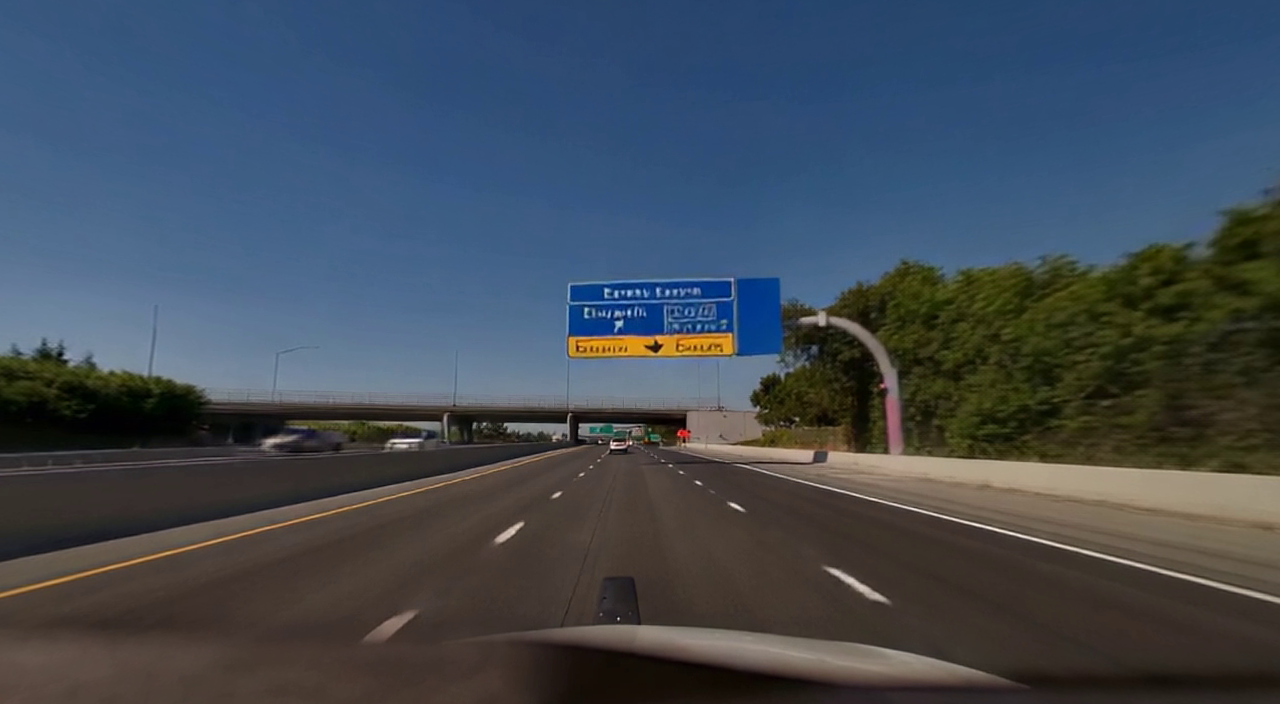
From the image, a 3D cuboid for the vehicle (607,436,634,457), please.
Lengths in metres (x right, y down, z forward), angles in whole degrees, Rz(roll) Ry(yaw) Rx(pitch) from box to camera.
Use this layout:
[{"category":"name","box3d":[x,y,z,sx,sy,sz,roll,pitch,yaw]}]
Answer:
[{"category":"vehicle","box3d":[-1.487,7.132,47.710,2.025,1.519,3.924,0,-8,-2]}]

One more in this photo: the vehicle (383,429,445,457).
[{"category":"vehicle","box3d":[-13.261,5.375,37.196,1.932,1.559,4.753,0,-8,-1]}]

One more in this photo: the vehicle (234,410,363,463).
[{"category":"vehicle","box3d":[-16.616,4.229,31.260,2.640,2.346,6.904,0,-8,-1]}]
